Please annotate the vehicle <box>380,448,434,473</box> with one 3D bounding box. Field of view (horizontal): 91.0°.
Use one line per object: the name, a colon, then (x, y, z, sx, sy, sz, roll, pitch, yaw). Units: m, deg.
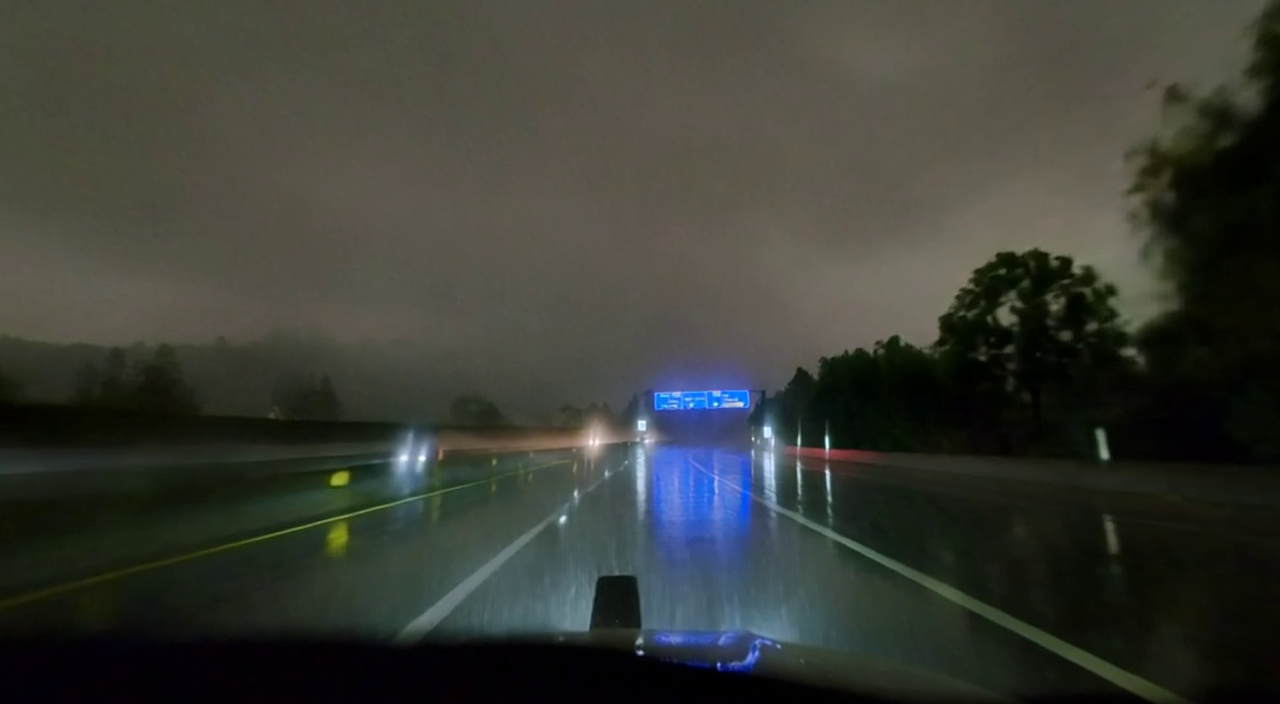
vehicle: (-14.747, 6.873, 40.049, 1.938, 1.469, 3.725, -1, -8, 2)
